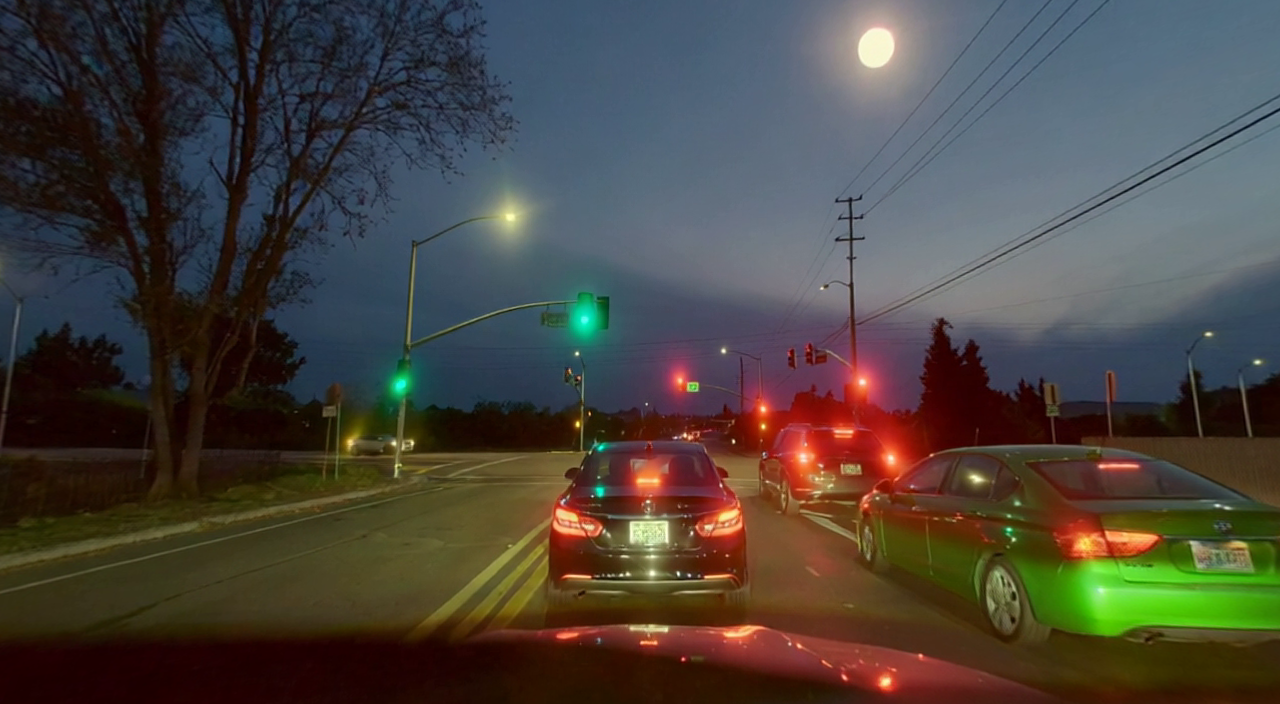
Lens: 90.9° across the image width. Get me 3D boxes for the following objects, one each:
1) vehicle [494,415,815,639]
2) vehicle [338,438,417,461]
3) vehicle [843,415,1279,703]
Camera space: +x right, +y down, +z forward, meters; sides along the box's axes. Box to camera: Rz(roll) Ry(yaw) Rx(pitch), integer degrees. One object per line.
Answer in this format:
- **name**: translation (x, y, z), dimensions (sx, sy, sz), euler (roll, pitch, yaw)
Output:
- **vehicle**: translation (0.067, 1.504, 6.519), dimensions (2.170, 1.497, 4.369), euler (0, -8, -1)
- **vehicle**: translation (-17.242, 6.413, 41.468), dimensions (4.406, 1.458, 1.892), euler (-1, -8, 7)
- **vehicle**: translation (3.090, 1.238, 4.152), dimensions (2.027, 1.432, 4.431), euler (0, -8, 0)
